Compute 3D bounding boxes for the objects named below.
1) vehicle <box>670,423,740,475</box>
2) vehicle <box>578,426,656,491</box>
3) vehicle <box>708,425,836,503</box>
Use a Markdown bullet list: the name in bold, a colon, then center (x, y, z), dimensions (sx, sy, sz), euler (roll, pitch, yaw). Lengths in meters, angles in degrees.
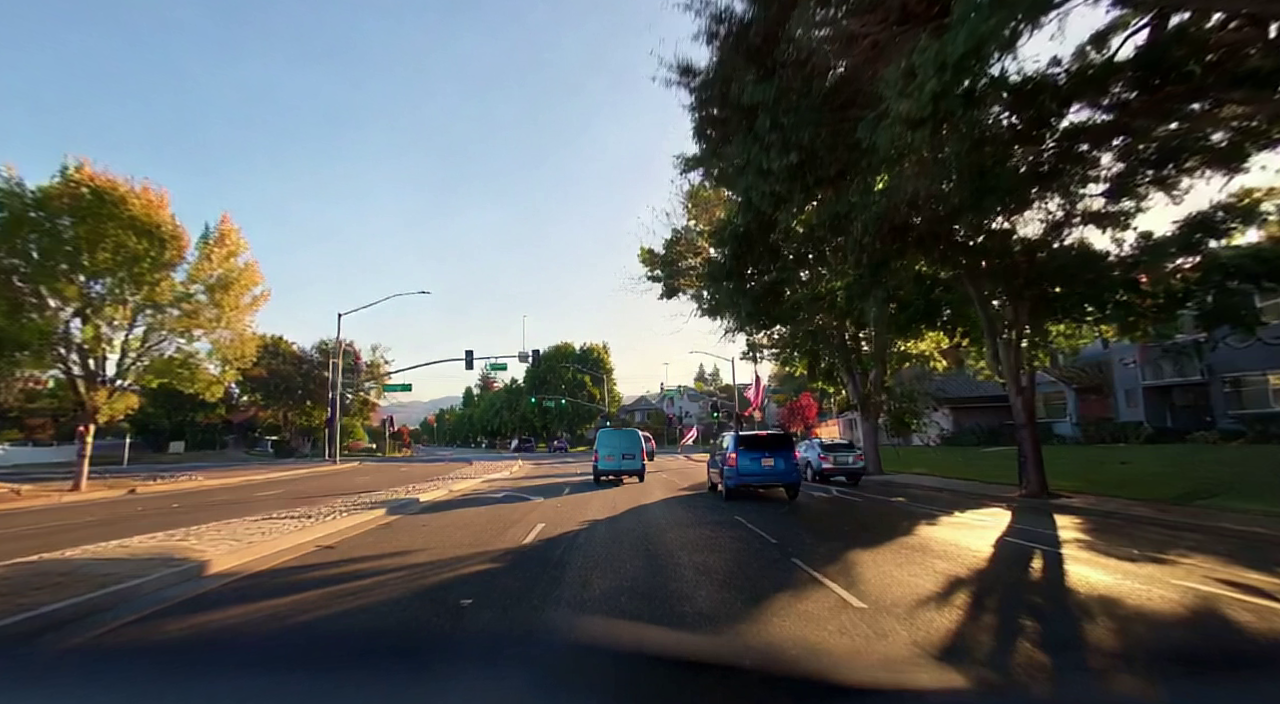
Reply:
- **vehicle**: center (2.973, 4.577, 30.020), dimensions (2.578, 2.251, 4.782), euler (0, -8, -3)
- **vehicle**: center (-0.865, 3.356, 20.230), dimensions (2.185, 1.822, 4.583), euler (1, -8, -6)
- **vehicle**: center (3.135, 2.775, 16.053), dimensions (2.024, 1.686, 4.588), euler (0, -8, -3)
